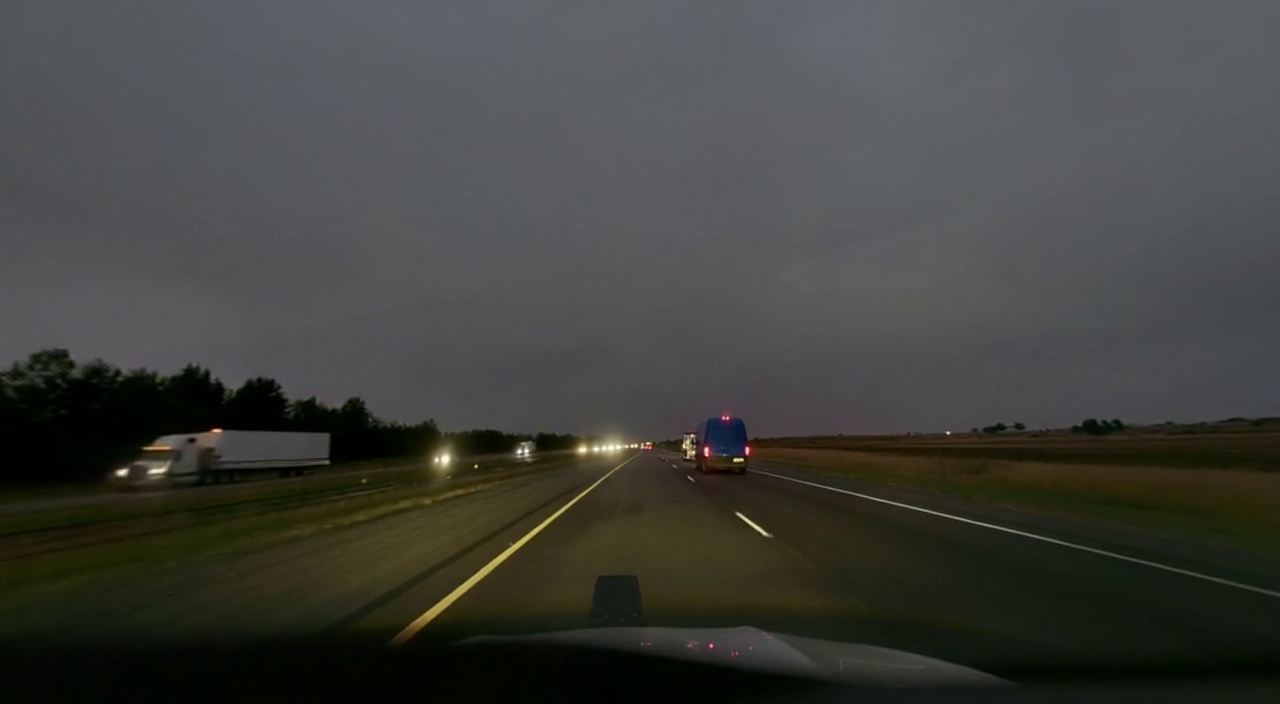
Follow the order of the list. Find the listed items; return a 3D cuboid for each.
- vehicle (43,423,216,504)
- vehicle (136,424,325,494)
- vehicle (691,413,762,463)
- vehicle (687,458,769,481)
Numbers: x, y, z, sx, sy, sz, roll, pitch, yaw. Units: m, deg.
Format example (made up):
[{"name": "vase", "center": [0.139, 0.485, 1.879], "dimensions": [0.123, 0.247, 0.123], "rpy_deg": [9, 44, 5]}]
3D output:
[{"name": "vehicle", "center": [-28.452, 6.206, 35.851], "dimensions": [3.012, 4.006, 7.964], "rpy_deg": [0, -8, 0]}, {"name": "vehicle", "center": [-28.527, 7.597, 45.847], "dimensions": [2.897, 4.119, 16.263], "rpy_deg": [0, -8, 0]}, {"name": "vehicle", "center": [3.837, 4.060, 29.263], "dimensions": [2.444, 2.053, 5.616], "rpy_deg": [-1, -9, 0]}, {"name": "vehicle", "center": [3.863, 5.390, 29.222], "dimensions": [2.702, 0.824, 6.391], "rpy_deg": [0, -8, -2]}]
